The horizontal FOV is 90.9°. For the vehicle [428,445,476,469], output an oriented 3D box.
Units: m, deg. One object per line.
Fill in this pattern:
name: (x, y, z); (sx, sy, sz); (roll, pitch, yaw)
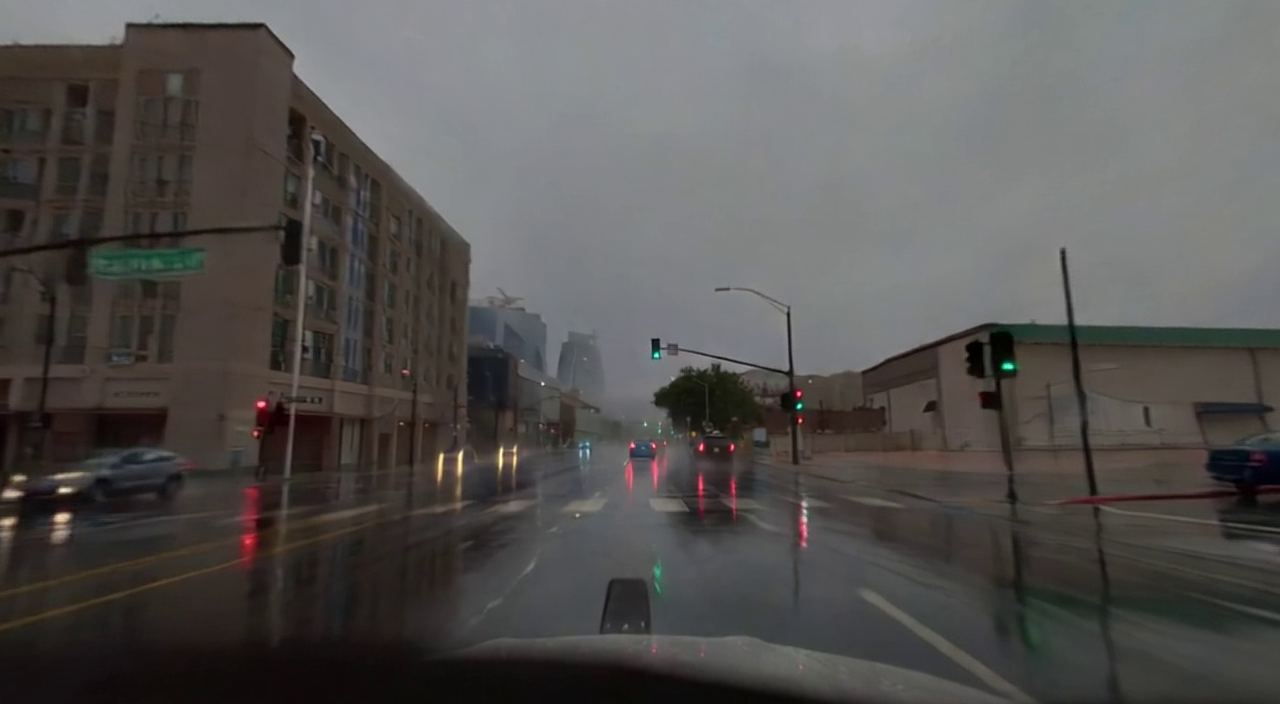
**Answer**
vehicle: (-13.655, 7.646, 46.008); (1.984, 1.618, 4.568); (0, -8, 1)

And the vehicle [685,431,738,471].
vehicle: (3.743, 5.295, 33.878); (2.159, 1.938, 4.836); (0, -8, -1)

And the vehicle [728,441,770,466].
vehicle: (7.188, 6.742, 41.904); (1.961, 1.510, 4.707); (0, -9, 0)

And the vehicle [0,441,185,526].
vehicle: (-13.965, 3.104, 15.549); (2.082, 1.772, 4.447); (0, -8, 0)

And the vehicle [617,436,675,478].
vehicle: (0.222, 4.394, 26.636); (2.245, 1.587, 4.094); (0, -8, -1)
